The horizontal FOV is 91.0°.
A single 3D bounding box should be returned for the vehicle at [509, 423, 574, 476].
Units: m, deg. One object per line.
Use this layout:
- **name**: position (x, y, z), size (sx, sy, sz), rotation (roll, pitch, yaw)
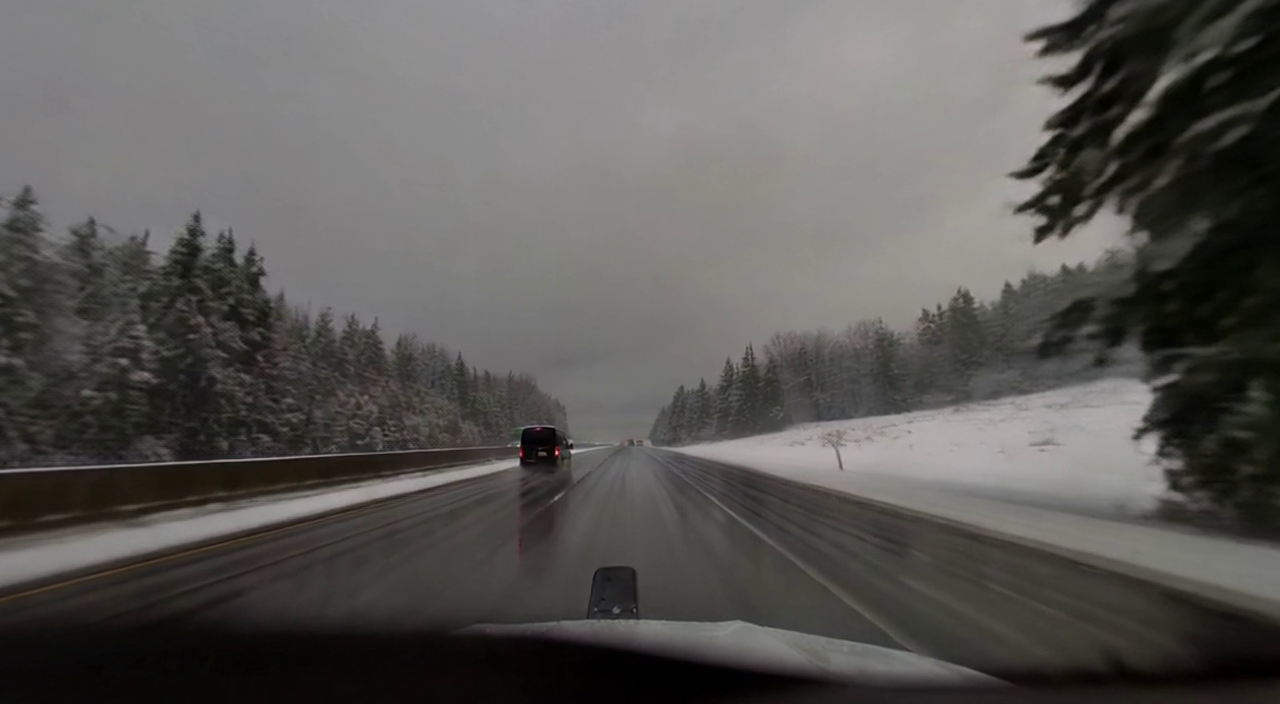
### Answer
- **vehicle**: position (-4.053, 4.100, 26.689), size (1.976, 2.029, 4.737), rotation (-1, -8, 0)
